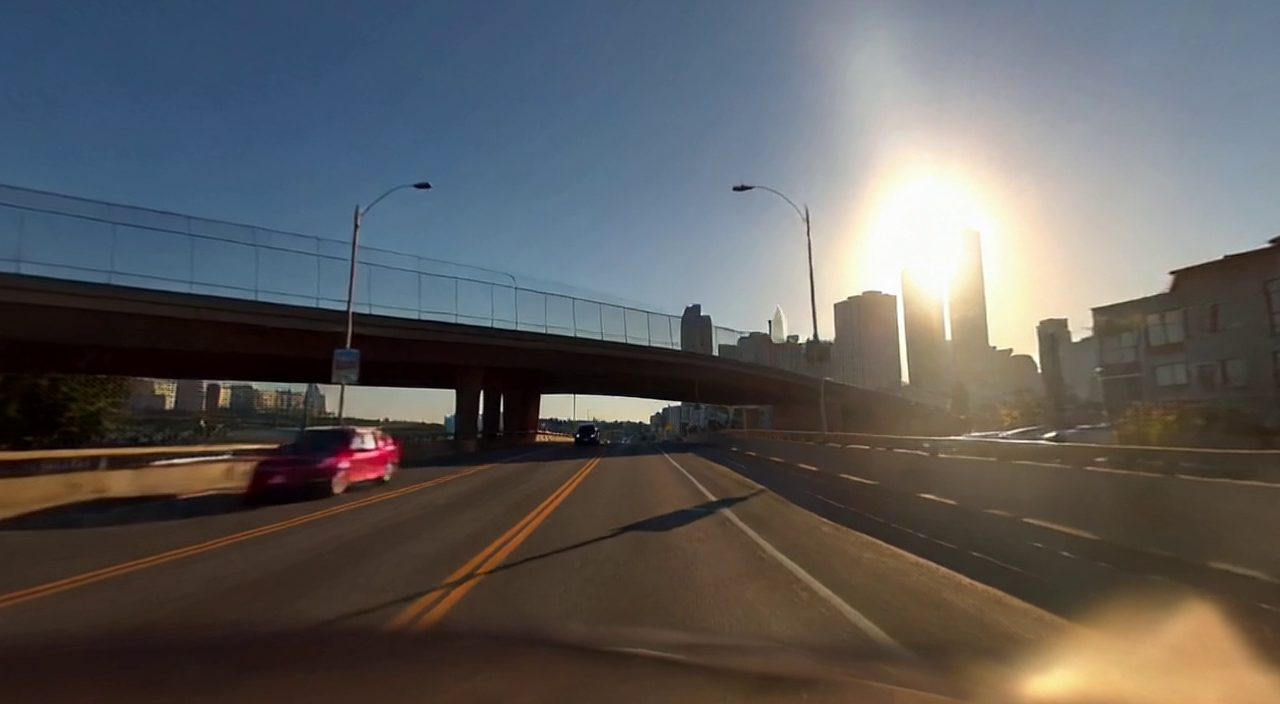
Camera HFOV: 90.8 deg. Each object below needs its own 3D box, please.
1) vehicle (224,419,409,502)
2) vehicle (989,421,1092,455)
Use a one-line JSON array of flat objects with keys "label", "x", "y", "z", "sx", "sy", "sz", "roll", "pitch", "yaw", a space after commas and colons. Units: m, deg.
[{"label": "vehicle", "x": -7.436, "y": 2.555, "z": 15.174, "sx": 2.025, "sy": 1.664, "sz": 4.459, "roll": 0, "pitch": -9, "yaw": 0}, {"label": "vehicle", "x": 26.599, "y": 5.739, "z": 42.093, "sx": 5.341, "sy": 1.770, "sz": 2.438, "roll": 4, "pitch": -7, "yaw": 0}]
